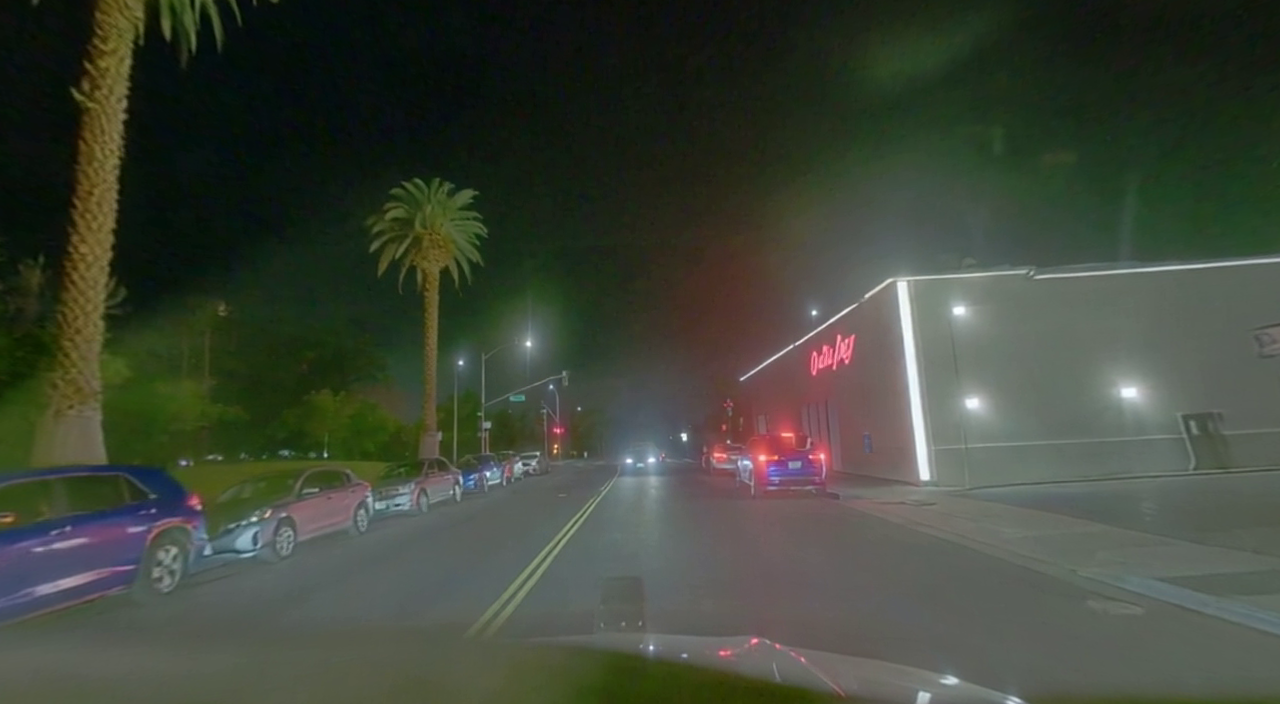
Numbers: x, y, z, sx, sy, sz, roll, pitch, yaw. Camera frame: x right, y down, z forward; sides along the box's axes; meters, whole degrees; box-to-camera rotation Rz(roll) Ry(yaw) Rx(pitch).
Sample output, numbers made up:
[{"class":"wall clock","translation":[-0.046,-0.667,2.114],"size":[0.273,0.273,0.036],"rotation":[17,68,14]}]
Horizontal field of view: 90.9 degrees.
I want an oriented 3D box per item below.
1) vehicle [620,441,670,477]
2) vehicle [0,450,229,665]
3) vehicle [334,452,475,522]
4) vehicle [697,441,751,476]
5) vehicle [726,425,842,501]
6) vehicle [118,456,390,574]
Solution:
[{"class":"vehicle","translation":[0.194,4.666,27.763],"size":[2.060,1.452,4.078],"rotation":[0,-8,0]},{"class":"vehicle","translation":[-6.148,1.879,5.388],"size":[2.186,1.621,4.795],"rotation":[-10,-8,-4]},{"class":"vehicle","translation":[-6.006,3.467,16.795],"size":[1.874,1.472,4.668],"rotation":[-1,-8,1]},{"class":"vehicle","translation":[3.751,4.799,28.771],"size":[1.821,1.417,4.454],"rotation":[0,-8,0]},{"class":"vehicle","translation":[3.804,3.026,17.746],"size":[2.099,1.786,5.198],"rotation":[0,-8,1]},{"class":"vehicle","translation":[-6.170,2.597,10.858],"size":[1.810,1.489,4.336],"rotation":[-1,-8,2]}]
